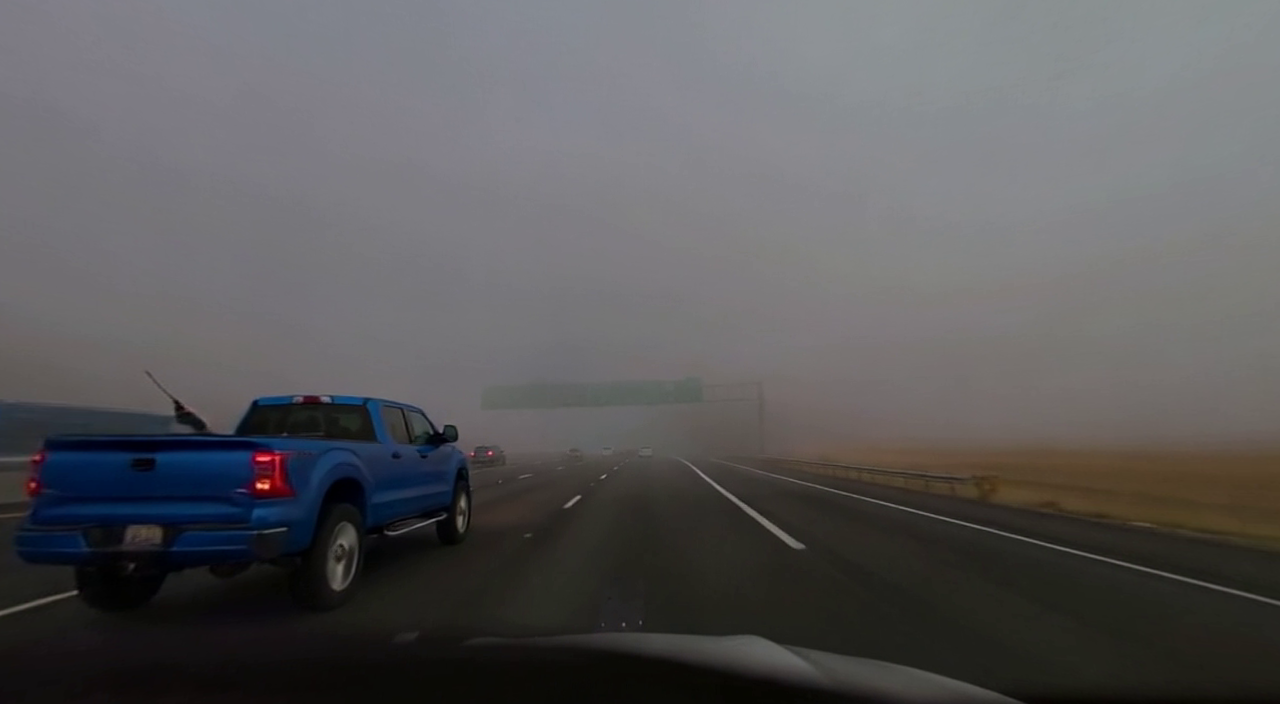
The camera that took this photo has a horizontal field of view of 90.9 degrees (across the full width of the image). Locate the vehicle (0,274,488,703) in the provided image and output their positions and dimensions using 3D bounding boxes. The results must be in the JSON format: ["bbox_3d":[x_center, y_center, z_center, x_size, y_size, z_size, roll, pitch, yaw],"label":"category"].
[{"bbox_3d":[-3.526,1.115,5.843,2.601,2.084,6.068,0,-8,1],"label":"vehicle"}]
